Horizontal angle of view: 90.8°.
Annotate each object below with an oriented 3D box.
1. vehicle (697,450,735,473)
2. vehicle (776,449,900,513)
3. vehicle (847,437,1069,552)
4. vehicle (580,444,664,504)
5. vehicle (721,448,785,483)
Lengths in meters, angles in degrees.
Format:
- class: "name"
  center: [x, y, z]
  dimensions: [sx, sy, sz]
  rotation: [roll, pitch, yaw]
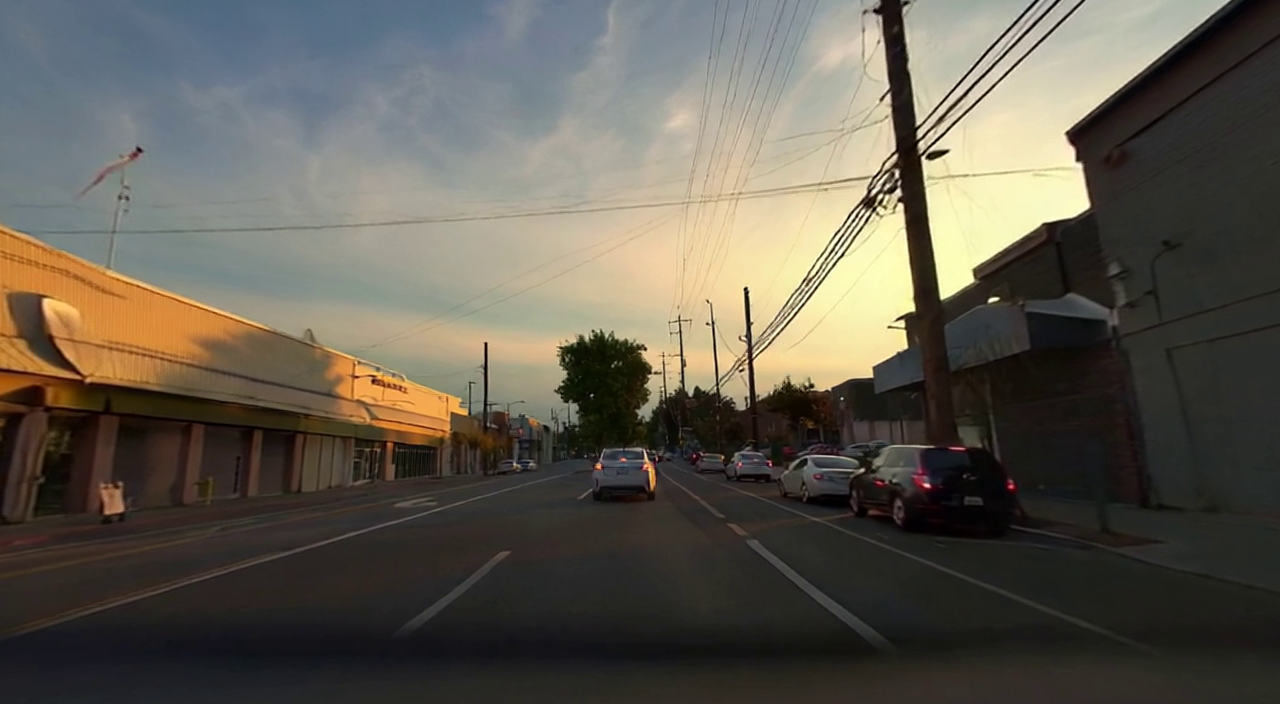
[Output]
- class: "vehicle"
  center: [5.195, 7.545, 43.668]
  dimensions: [1.987, 1.459, 4.677]
  rotation: [0, -8, -1]
- class: "vehicle"
  center: [4.996, 3.287, 16.632]
  dimensions: [1.761, 1.413, 4.272]
  rotation: [0, -8, -2]
- class: "vehicle"
  center: [5.118, 2.288, 10.853]
  dimensions: [1.779, 1.592, 3.740]
  rotation: [0, -8, -1]
- class: "vehicle"
  center: [-0.452, 3.391, 18.035]
  dimensions: [2.116, 1.479, 3.980]
  rotation: [0, -8, 0]
- class: "vehicle"
  center: [5.271, 5.373, 30.218]
  dimensions: [2.108, 1.471, 4.948]
  rotation: [0, -8, -1]
